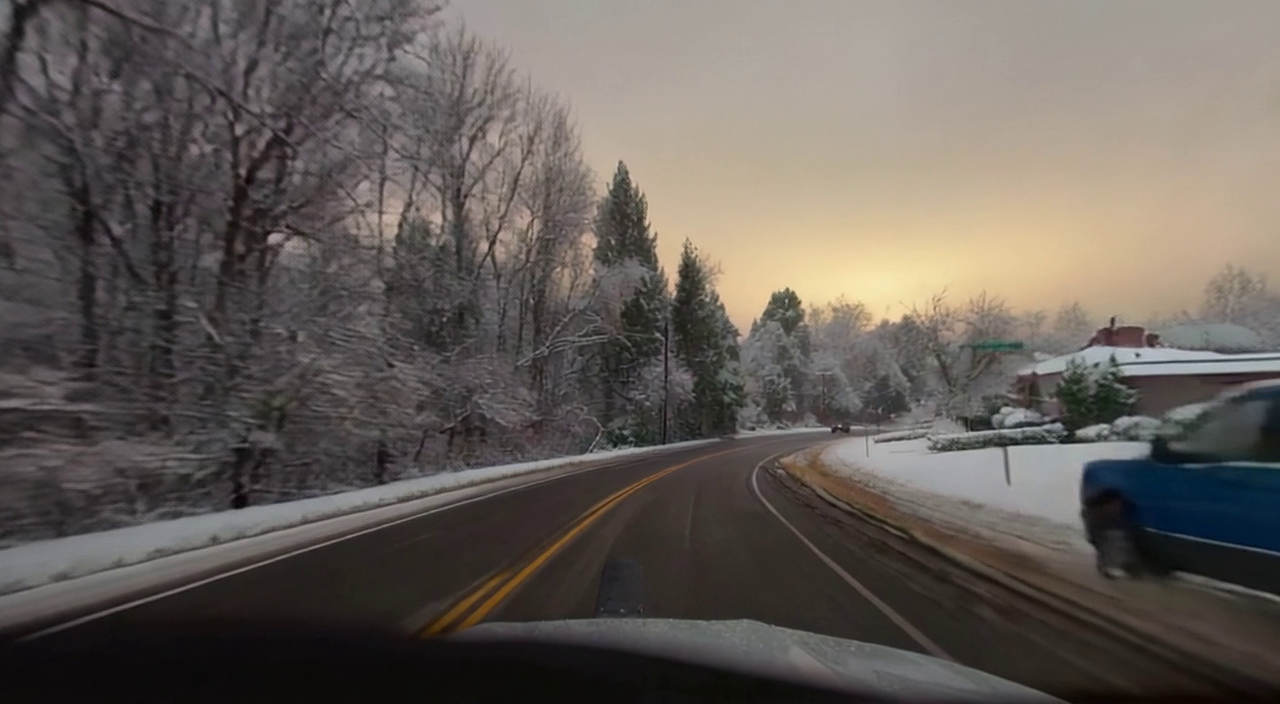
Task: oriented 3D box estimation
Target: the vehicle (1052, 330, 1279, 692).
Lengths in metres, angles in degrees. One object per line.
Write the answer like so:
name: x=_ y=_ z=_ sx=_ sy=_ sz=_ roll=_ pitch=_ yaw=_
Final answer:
vehicle: x=4.207 y=0.764 z=2.777 sx=1.992 sy=1.817 sz=4.467 roll=0 pitch=-7 yaw=4
